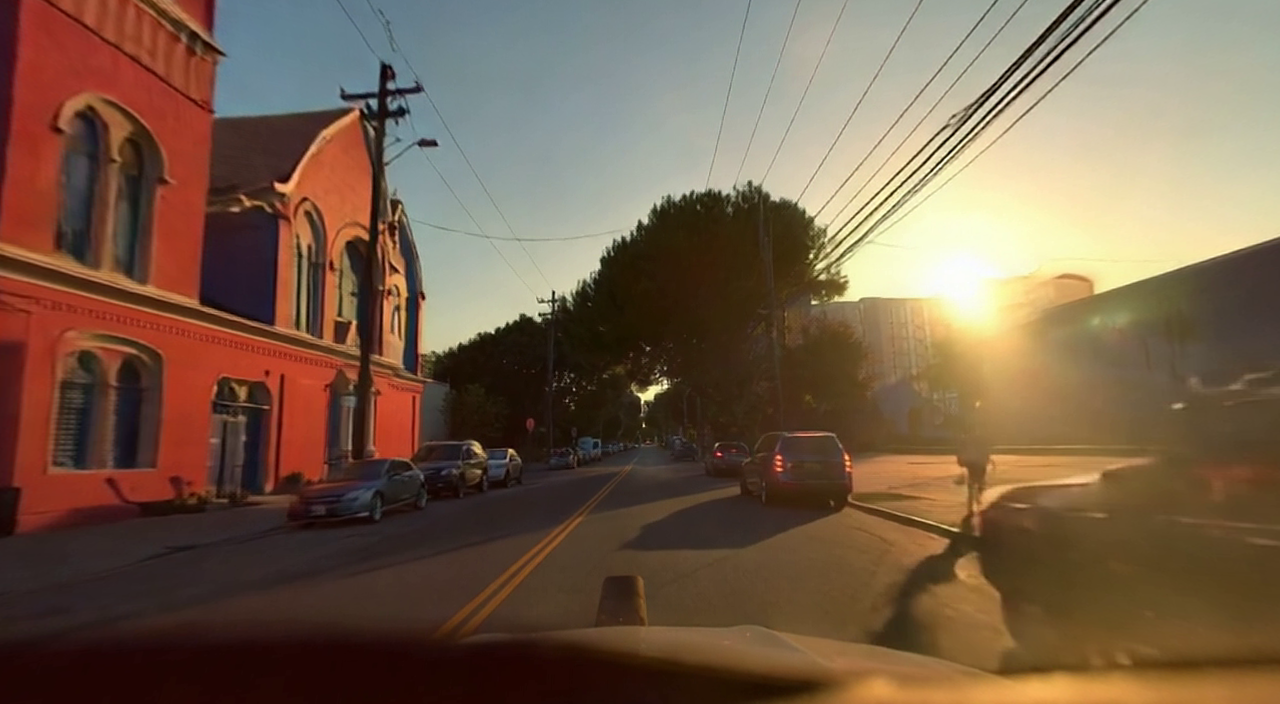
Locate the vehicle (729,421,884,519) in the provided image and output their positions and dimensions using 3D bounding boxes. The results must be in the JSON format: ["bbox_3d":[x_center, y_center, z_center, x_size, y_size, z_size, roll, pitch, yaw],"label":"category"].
[{"bbox_3d":[3.478,2.586,14.310,2.182,1.824,4.622,0,-9,-1],"label":"vehicle"}]

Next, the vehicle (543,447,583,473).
[{"bbox_3d":[-5.390,7.578,44.540,1.910,1.488,3.999,-5,-7,5],"label":"vehicle"}]

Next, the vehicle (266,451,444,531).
[{"bbox_3d":[-6.163,3.020,14.364,1.844,1.486,4.474,0,-9,2],"label":"vehicle"}]

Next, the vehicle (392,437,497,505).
[{"bbox_3d":[-6.058,3.705,20.140,1.983,1.809,4.503,-2,-9,-1],"label":"vehicle"}]

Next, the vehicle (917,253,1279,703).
[{"bbox_3d":[3.321,0.730,2.539,2.263,1.996,4.870,0,-9,1],"label":"vehicle"}]
